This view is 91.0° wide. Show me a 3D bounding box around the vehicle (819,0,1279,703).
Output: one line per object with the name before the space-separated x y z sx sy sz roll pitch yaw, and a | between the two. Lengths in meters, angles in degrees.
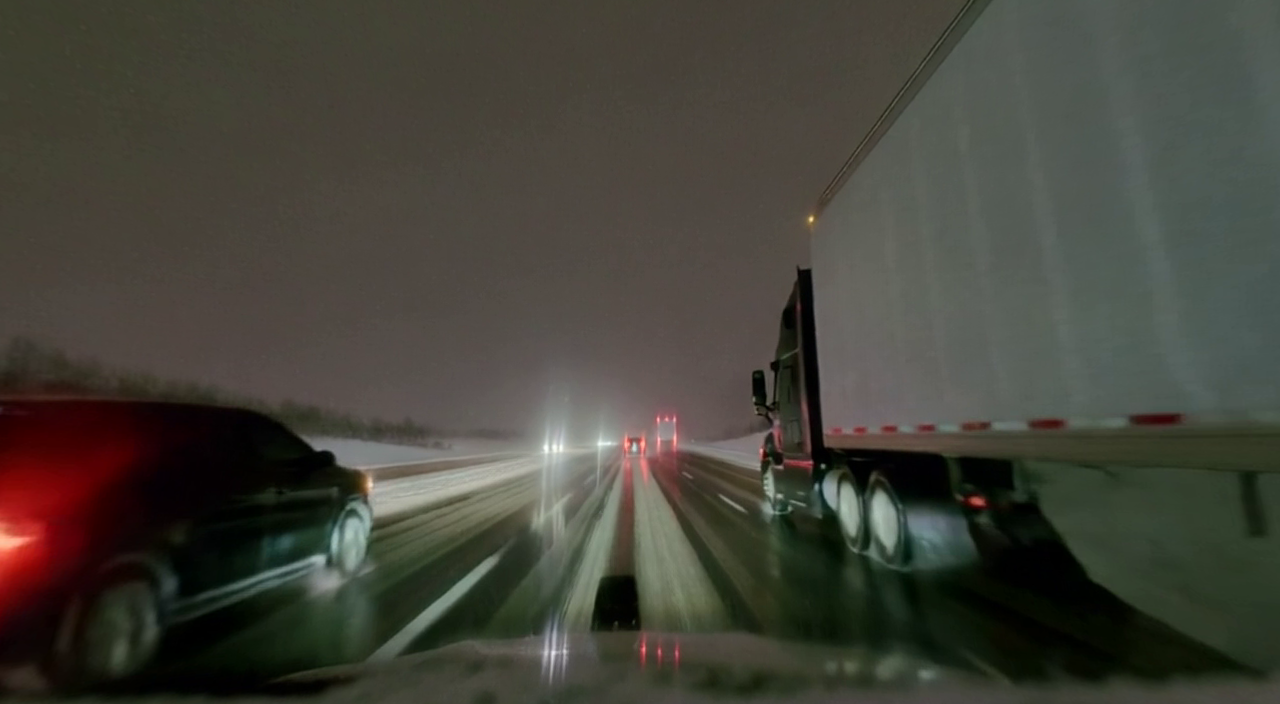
vehicle | 3.901 -0.391 1.792 3.469 3.881 10.805 -1 -8 0

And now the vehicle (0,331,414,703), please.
vehicle | -3.615 1.117 4.560 2.326 1.761 4.450 -1 -8 0

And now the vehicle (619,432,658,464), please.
vehicle | -0.188 6.448 42.316 2.456 2.007 4.728 0 -8 -2
